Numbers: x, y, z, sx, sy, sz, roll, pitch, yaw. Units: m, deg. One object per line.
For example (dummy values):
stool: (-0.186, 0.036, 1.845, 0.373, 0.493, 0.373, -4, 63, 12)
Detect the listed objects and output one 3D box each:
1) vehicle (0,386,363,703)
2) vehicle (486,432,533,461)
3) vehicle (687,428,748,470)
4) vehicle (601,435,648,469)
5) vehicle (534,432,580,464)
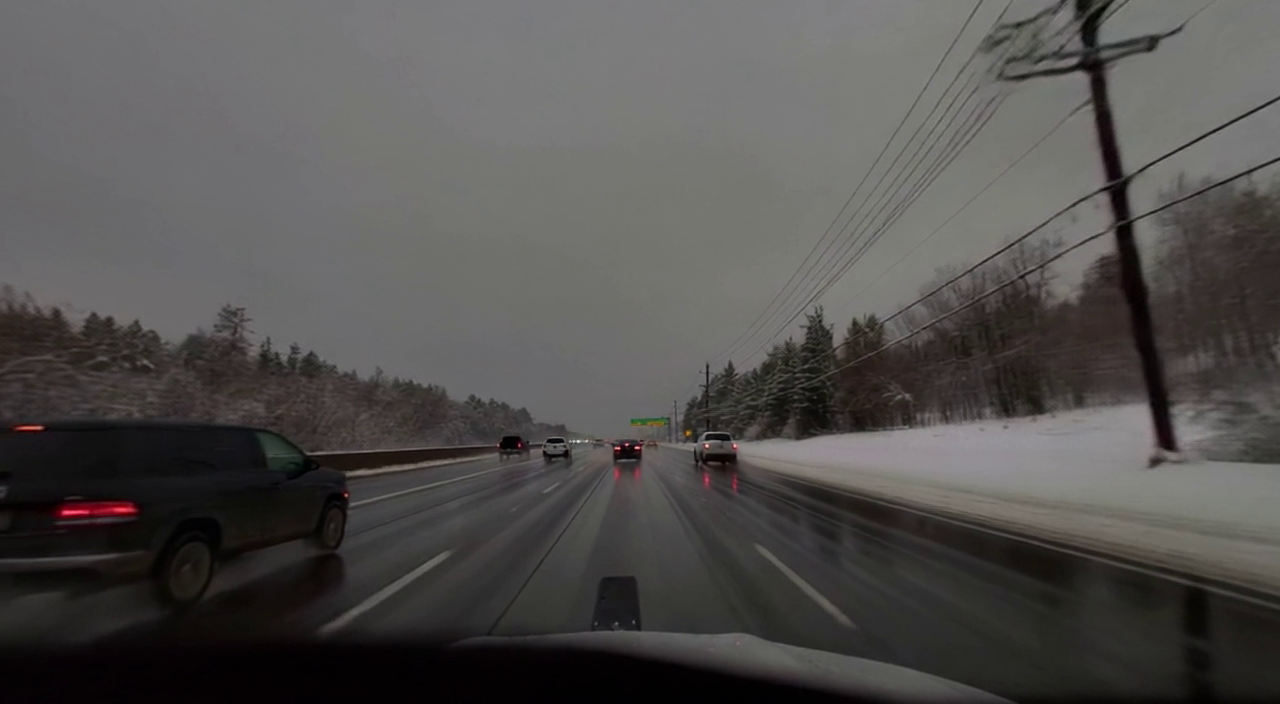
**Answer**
vehicle: (-4.217, 1.241, 5.201, 2.004, 1.607, 4.161, 0, -8, -1)
vehicle: (-7.934, 5.781, 38.713, 1.980, 1.678, 4.255, 0, -8, 0)
vehicle: (3.353, 4.276, 28.015, 1.950, 1.695, 4.446, 1, -8, -3)
vehicle: (-0.728, 4.636, 29.585, 2.086, 1.488, 3.440, 0, -8, -2)
vehicle: (-4.452, 5.208, 34.417, 1.901, 1.601, 4.610, 0, -8, 0)
